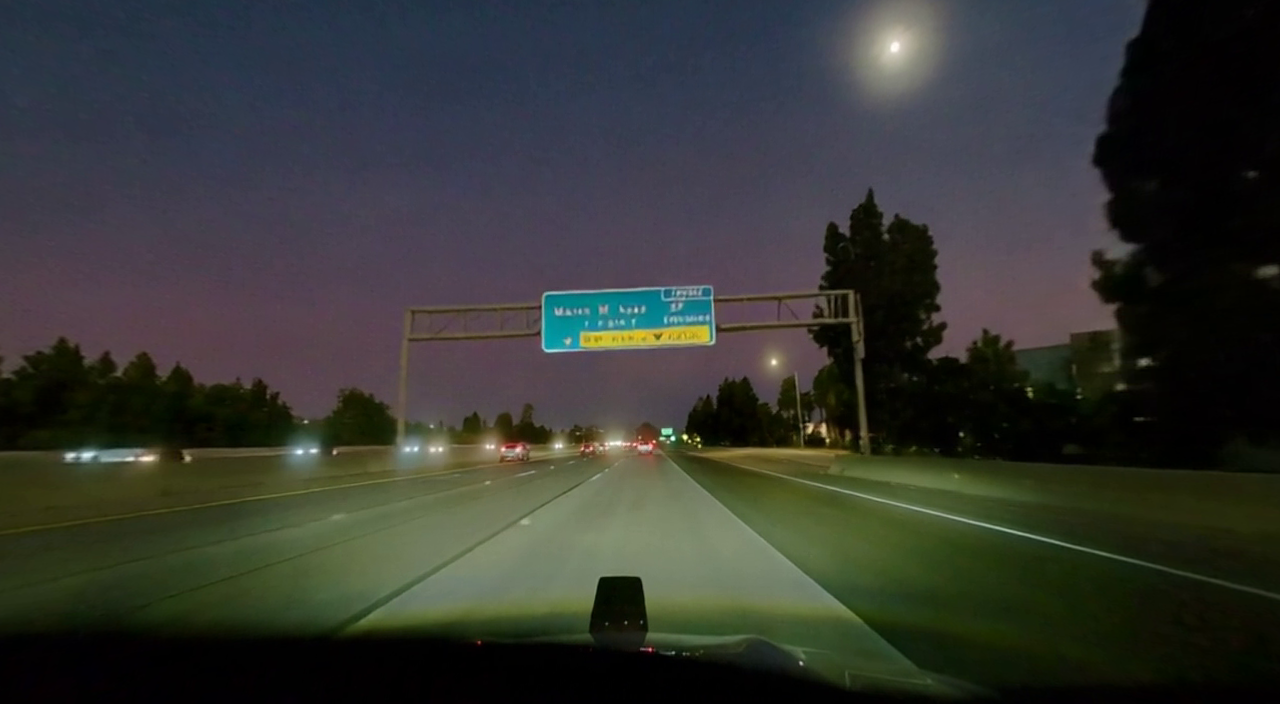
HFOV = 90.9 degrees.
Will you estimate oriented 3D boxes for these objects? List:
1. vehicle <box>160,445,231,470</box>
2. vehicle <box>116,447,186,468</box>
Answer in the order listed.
[{"bbox_3d":[-31.836,7.528,45.284,1.976,1.608,4.327,-1,-8,0],"label":"vehicle"},{"bbox_3d":[-35.388,7.589,45.736,1.828,1.420,4.153,0,-9,-1],"label":"vehicle"}]
